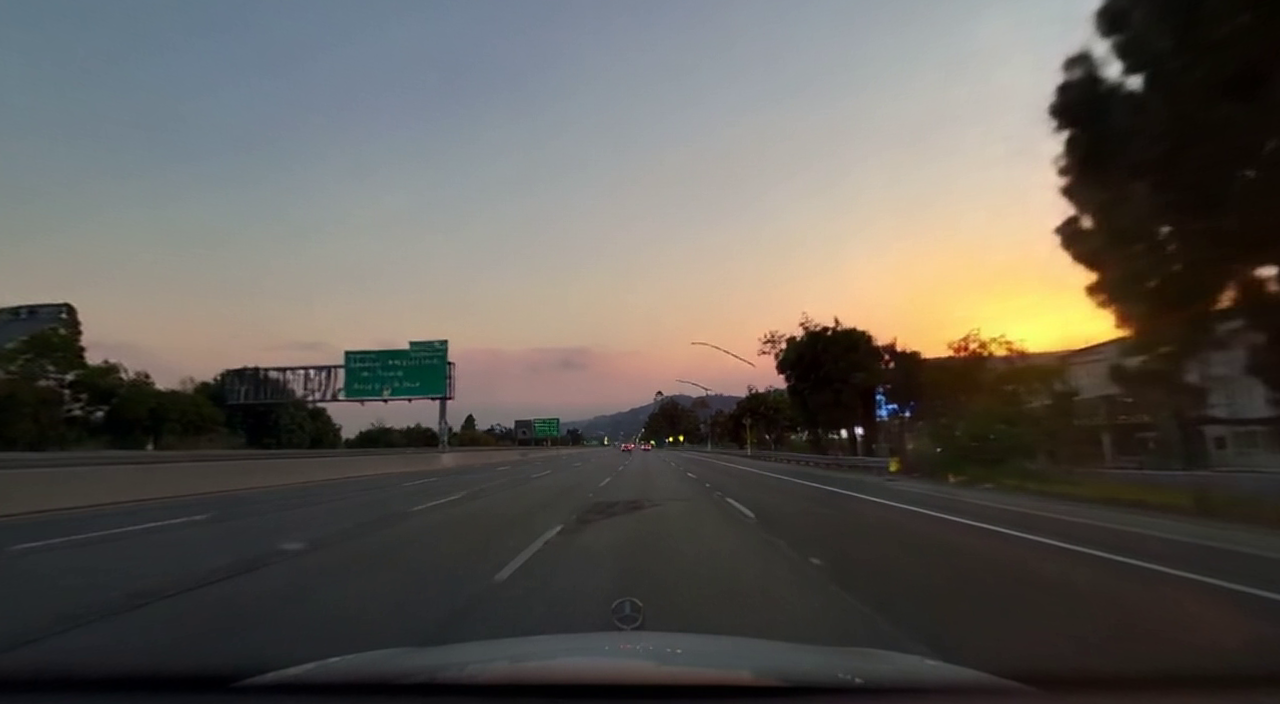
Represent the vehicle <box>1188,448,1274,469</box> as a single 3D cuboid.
[{"bbox_3d":[42.321,7.626,45.237,1.691,1.370,4.014,4,-10,-27],"label":"vehicle"}]
